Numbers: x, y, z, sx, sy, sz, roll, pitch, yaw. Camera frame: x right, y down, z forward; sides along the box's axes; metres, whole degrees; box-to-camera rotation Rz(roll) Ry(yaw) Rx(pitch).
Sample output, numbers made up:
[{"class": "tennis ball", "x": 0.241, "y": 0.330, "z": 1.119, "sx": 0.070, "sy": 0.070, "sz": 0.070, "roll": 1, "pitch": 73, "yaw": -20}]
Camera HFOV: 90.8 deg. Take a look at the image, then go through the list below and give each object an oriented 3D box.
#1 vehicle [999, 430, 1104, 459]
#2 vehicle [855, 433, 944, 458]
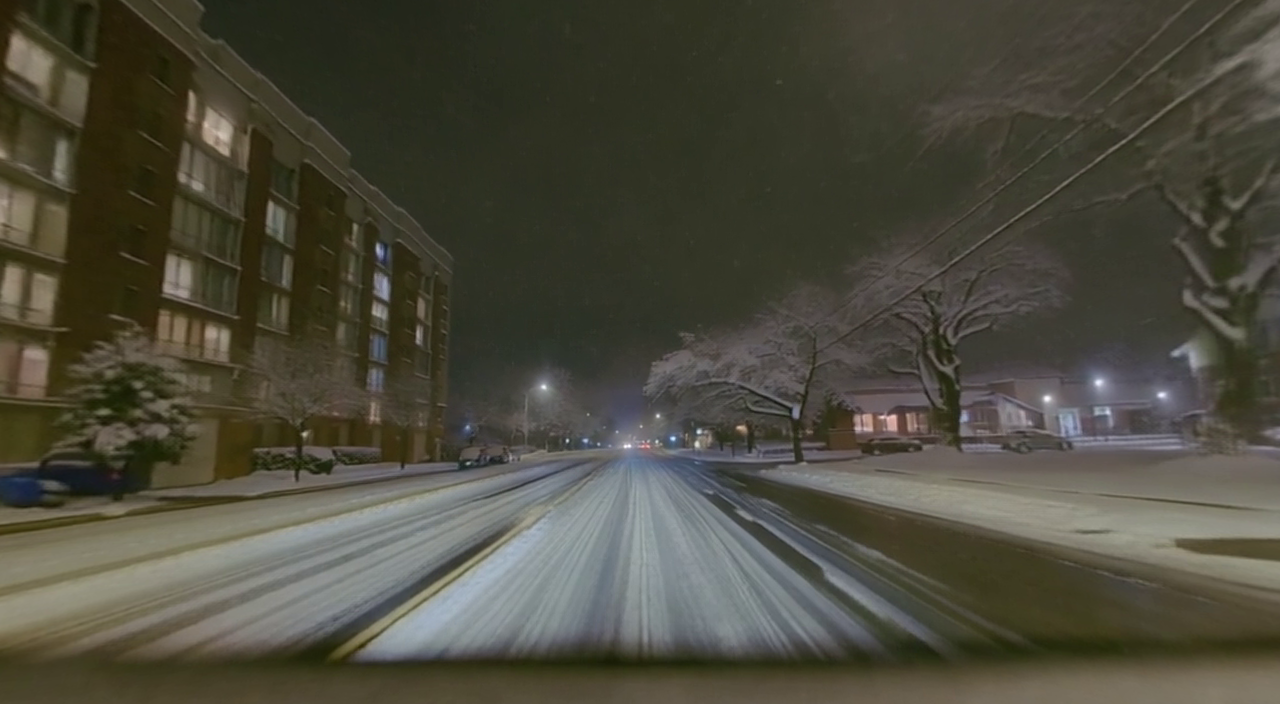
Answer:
[{"class": "vehicle", "x": 24.918, "y": 5.620, "z": 38.400, "sx": 4.861, "sy": 1.684, "sz": 2.014, "roll": 0, "pitch": -9, "yaw": 1}, {"class": "vehicle", "x": 18.526, "y": 6.720, "z": 45.310, "sx": 5.466, "sy": 1.734, "sz": 1.999, "roll": -1, "pitch": -9, "yaw": 1}]
